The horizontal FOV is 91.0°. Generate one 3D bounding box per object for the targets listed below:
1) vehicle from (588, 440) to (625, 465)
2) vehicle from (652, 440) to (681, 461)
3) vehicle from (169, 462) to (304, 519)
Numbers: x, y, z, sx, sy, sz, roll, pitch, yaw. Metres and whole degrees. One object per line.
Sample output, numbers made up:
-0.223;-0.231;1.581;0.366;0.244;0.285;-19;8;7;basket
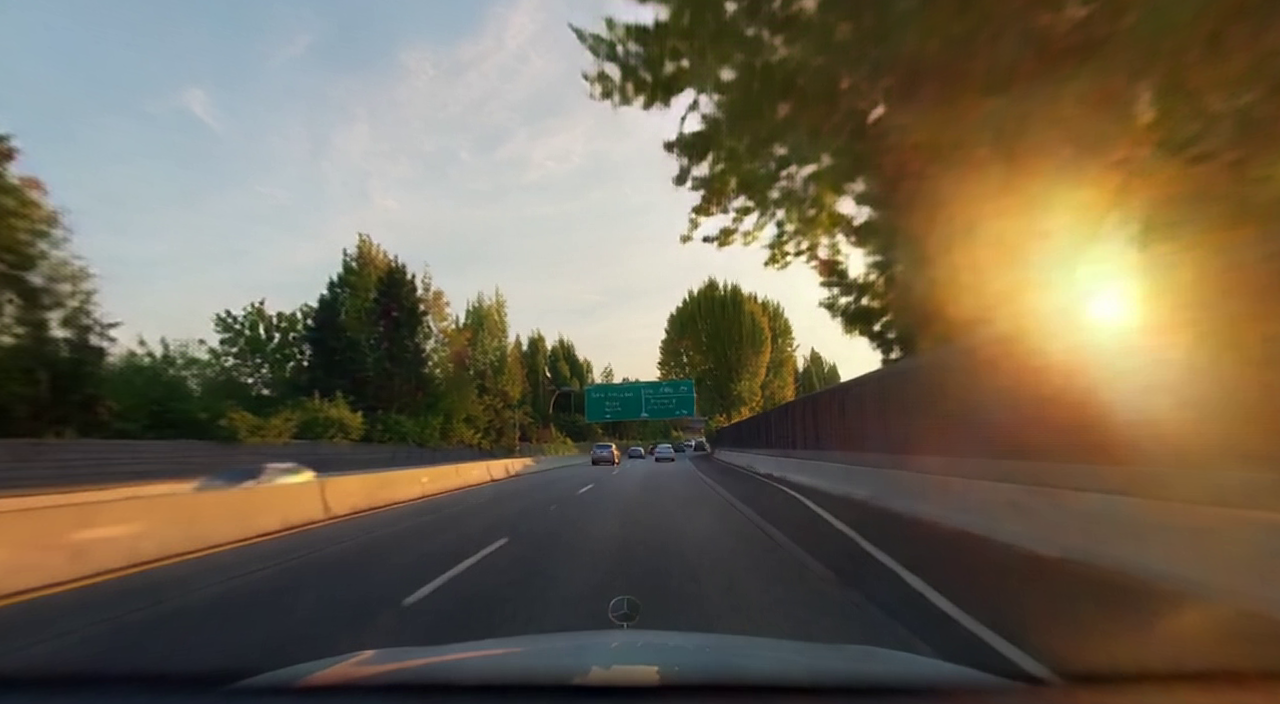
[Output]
-2.137;6.585;41.500;1.985;1.518;3.847;-1;-8;4;vehicle
1.971;7.334;46.994;2.077;1.533;3.854;-1;-8;3;vehicle
-14.173;4.833;22.454;1.870;1.674;4.218;0;-8;2;vehicle
